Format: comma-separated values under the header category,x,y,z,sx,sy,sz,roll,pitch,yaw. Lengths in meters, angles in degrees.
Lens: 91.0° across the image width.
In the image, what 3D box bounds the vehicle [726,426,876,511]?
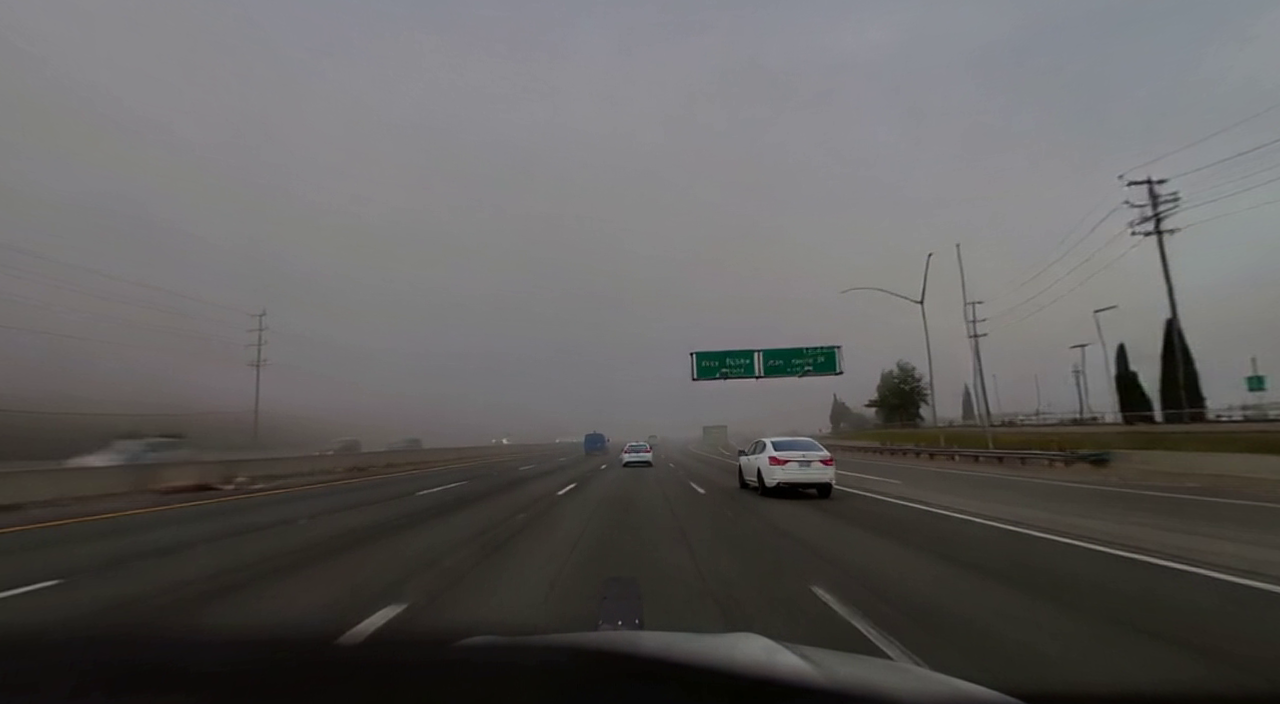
category,x,y,z,sx,sy,sz,roll,pitch,yaw
vehicle,3.272,2.472,13.867,1.995,1.533,4.463,0,-8,-2

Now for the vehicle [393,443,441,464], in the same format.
category,x,y,z,sx,sy,sz,roll,pitch,yaw
vehicle,-16.949,7.705,48.044,1.912,1.492,4.608,0,-8,0

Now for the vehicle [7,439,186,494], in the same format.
category,x,y,z,sx,sy,sz,roll,pitch,yaw
vehicle,-16.657,3.498,19.647,1.794,1.492,4.245,0,-8,-1

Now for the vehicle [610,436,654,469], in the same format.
category,x,y,z,sx,sy,sz,roll,pitch,yaw
vehicle,-0.405,4.879,30.660,2.019,1.472,3.971,0,-8,-1
